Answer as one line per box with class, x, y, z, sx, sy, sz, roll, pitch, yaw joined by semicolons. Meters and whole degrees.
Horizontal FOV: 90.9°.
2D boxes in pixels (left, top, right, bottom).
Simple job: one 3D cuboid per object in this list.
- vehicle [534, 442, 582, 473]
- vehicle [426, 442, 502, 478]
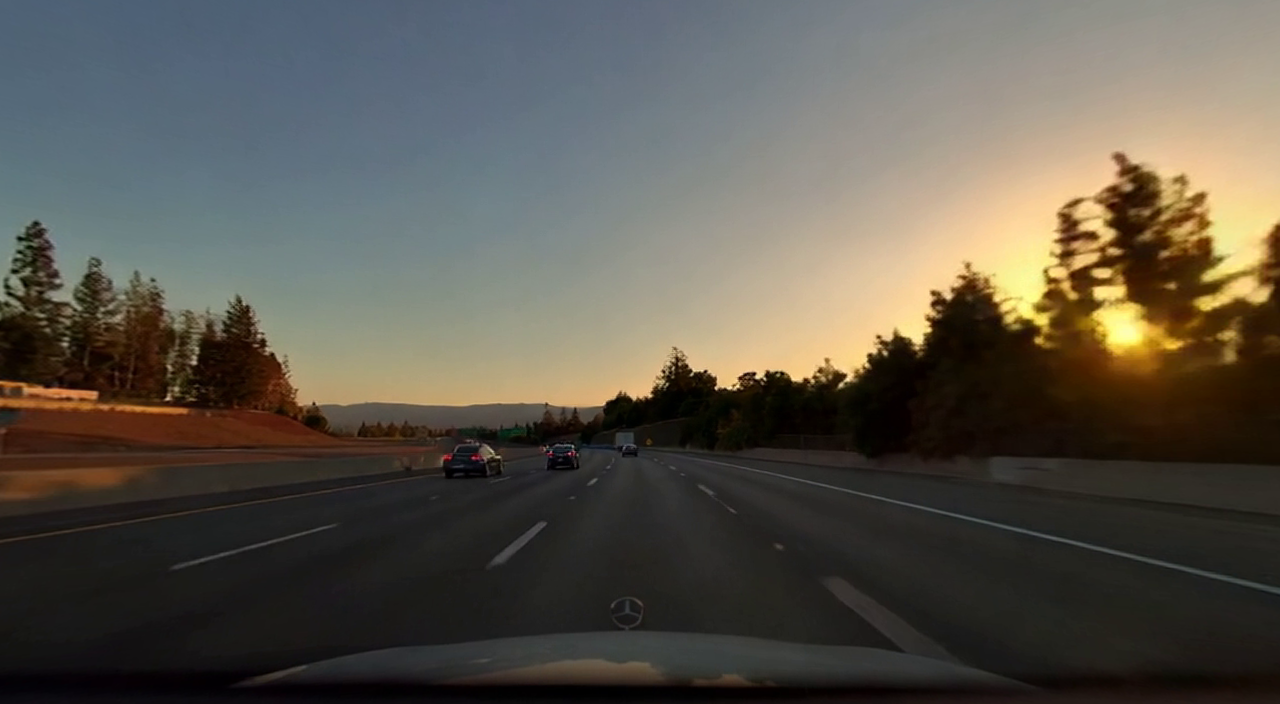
vehicle;-4.069;5.311;31.943;1.936;1.465;4.060;0;-8;0
vehicle;-7.731;4.764;28.215;2.038;1.463;4.656;0;-8;0
